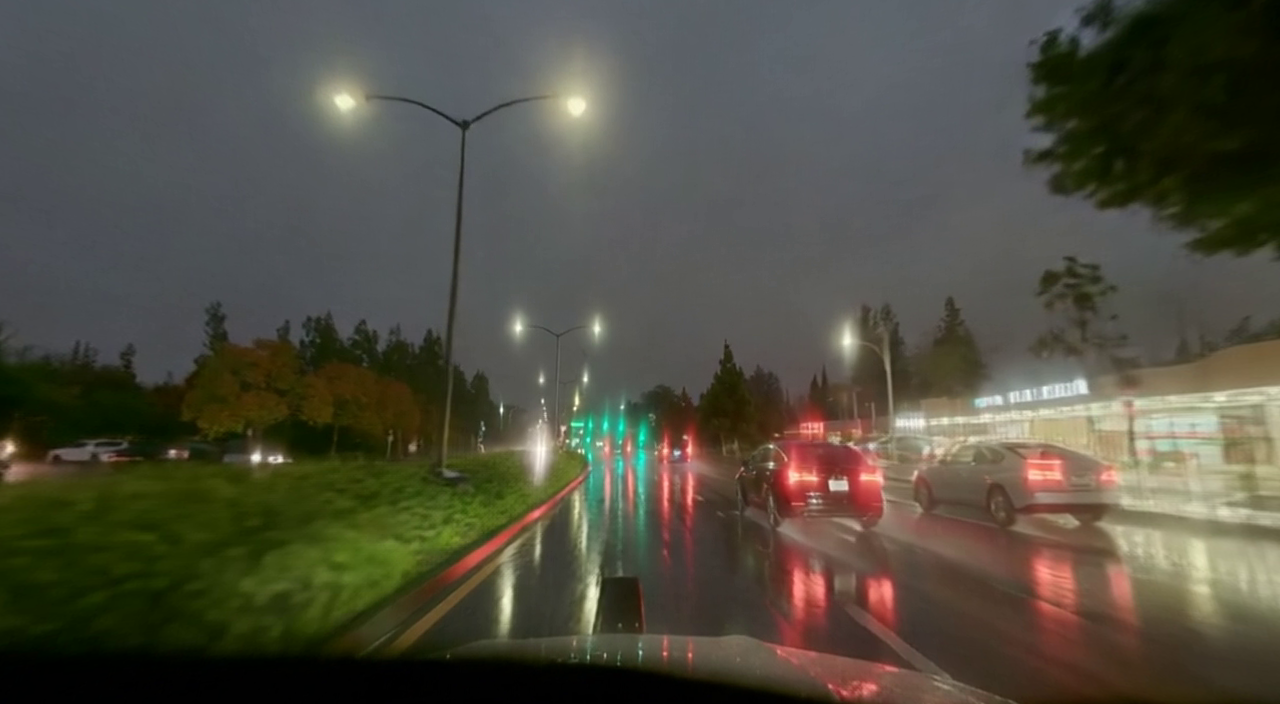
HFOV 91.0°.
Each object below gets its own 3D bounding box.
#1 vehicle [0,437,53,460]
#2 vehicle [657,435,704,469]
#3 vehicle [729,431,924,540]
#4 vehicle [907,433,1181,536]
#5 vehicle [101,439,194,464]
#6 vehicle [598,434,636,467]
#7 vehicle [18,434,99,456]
[{"bbox_3d":[-44.087,6.709,43.840,4.194,1.492,2.033,0,-8,-3],"label":"vehicle"},{"bbox_3d":[2.172,5.523,35.053,2.000,1.745,4.206,1,-8,-5],"label":"vehicle"},{"bbox_3d":[2.851,2.131,10.751,1.883,1.452,4.258,0,-8,-2],"label":"vehicle"},{"bbox_3d":[6.758,2.220,11.248,1.917,1.457,4.274,0,-8,-2],"label":"vehicle"},{"bbox_3d":[-30.819,6.204,39.489,4.040,1.501,2.088,1,-8,-4],"label":"vehicle"},{"bbox_3d":[-1.411,5.812,37.308,2.051,1.798,4.168,1,-8,-4],"label":"vehicle"},{"bbox_3d":[-44.805,7.191,48.541,4.087,1.669,1.869,1,-8,-8],"label":"vehicle"}]
